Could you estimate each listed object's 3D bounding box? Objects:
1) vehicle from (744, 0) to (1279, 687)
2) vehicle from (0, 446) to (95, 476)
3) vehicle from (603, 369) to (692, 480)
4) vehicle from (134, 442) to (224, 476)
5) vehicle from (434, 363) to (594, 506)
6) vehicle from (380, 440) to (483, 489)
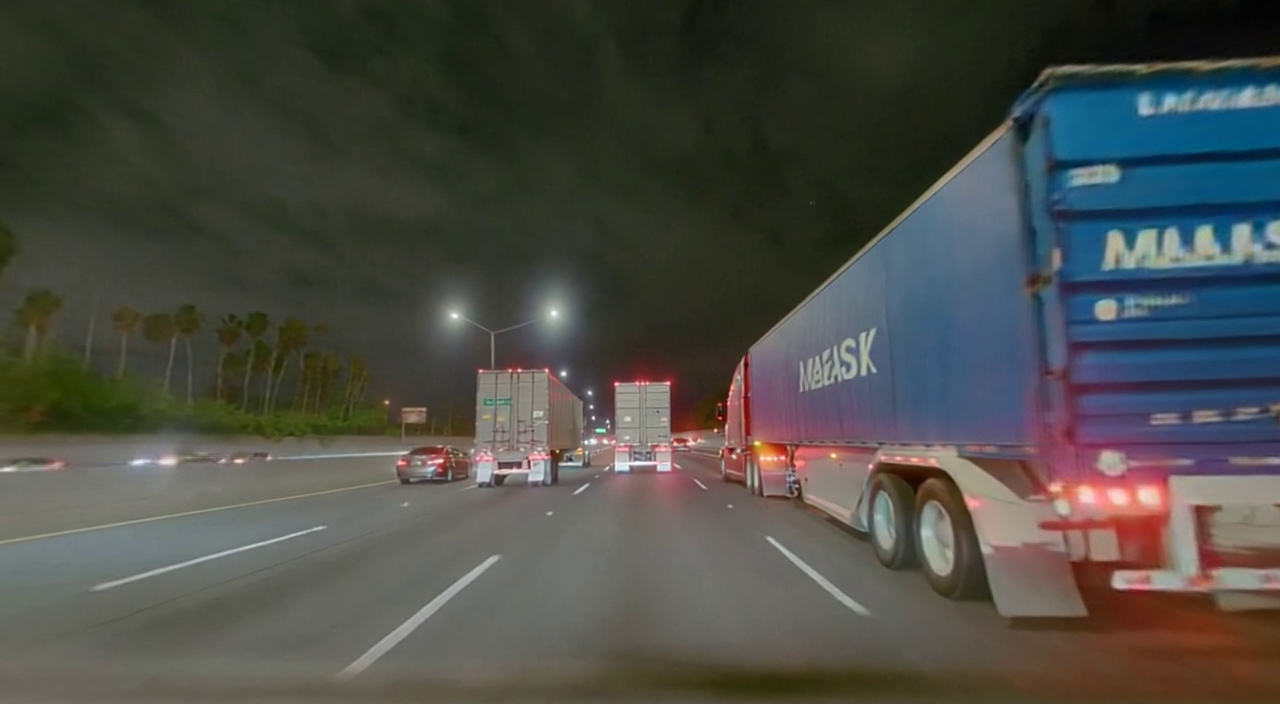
[{"bbox_3d":[4.414,0.793,10.926,2.887,4.178,14.553,0,-8,1],"label":"vehicle"},{"bbox_3d":[-41.625,7.450,43.450,2.377,1.809,6.207,-1,-8,3],"label":"vehicle"},{"bbox_3d":[0.326,3.871,31.066,3.097,3.856,18.209,0,-9,0],"label":"vehicle"},{"bbox_3d":[-20.443,4.726,28.127,1.442,1.379,3.278,0,-8,1],"label":"vehicle"},{"bbox_3d":[-3.270,2.653,19.939,2.786,3.228,11.082,0,-8,0],"label":"vehicle"},{"bbox_3d":[-6.816,3.706,21.202,1.916,1.465,4.451,0,-8,0],"label":"vehicle"}]
